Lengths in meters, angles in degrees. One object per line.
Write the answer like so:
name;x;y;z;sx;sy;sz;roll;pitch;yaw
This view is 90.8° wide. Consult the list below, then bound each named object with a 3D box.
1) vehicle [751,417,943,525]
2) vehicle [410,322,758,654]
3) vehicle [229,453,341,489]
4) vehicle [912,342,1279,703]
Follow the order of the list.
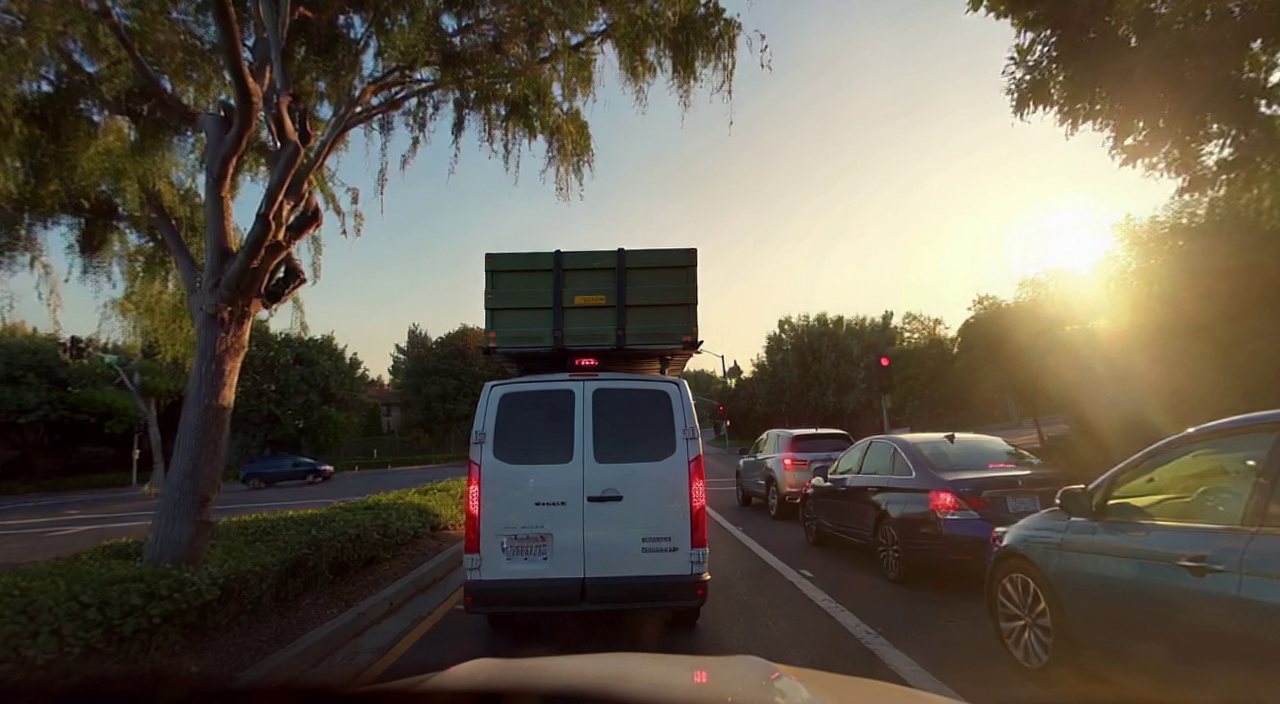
vehicle;3.687;2.213;12.262;2.024;1.692;4.252;1;-9;-4
vehicle;-0.357;1.154;6.188;2.145;2.089;4.309;0;-9;0
vehicle;-17.413;5.843;31.234;4.501;1.613;1.852;3;-9;-20
vehicle;3.464;0.943;3.410;1.965;1.671;4.146;0;-9;-3
